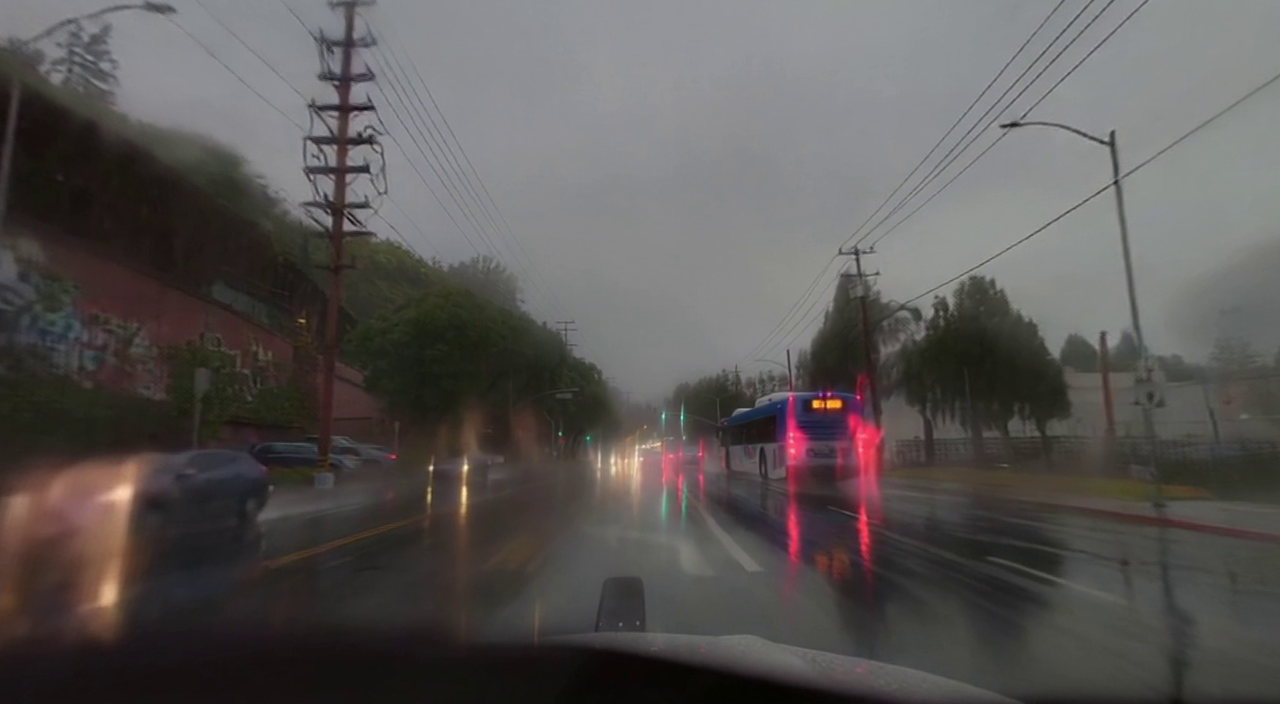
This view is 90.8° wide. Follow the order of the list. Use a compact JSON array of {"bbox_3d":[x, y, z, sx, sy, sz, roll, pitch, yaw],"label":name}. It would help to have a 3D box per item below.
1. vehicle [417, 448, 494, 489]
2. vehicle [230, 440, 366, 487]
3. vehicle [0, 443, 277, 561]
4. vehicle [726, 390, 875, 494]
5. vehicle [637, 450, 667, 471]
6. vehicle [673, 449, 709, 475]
[{"bbox_3d":[-8.321,5.262,28.948,2.017,1.659,4.405,0,-8,3],"label":"vehicle"},{"bbox_3d":[-14.703,4.801,27.480,4.719,1.903,2.051,2,-8,-12],"label":"vehicle"},{"bbox_3d":[-9.217,2.502,11.534,2.011,1.672,4.637,-1,-8,7],"label":"vehicle"},{"bbox_3d":[6.176,3.878,27.306,3.045,3.447,12.604,0,-8,-1],"label":"vehicle"},{"bbox_3d":[0.878,8.240,48.195,2.016,1.464,4.089,0,-8,-2],"label":"vehicle"},{"bbox_3d":[3.167,6.901,39.876,1.961,1.470,4.196,0,-8,0],"label":"vehicle"}]
